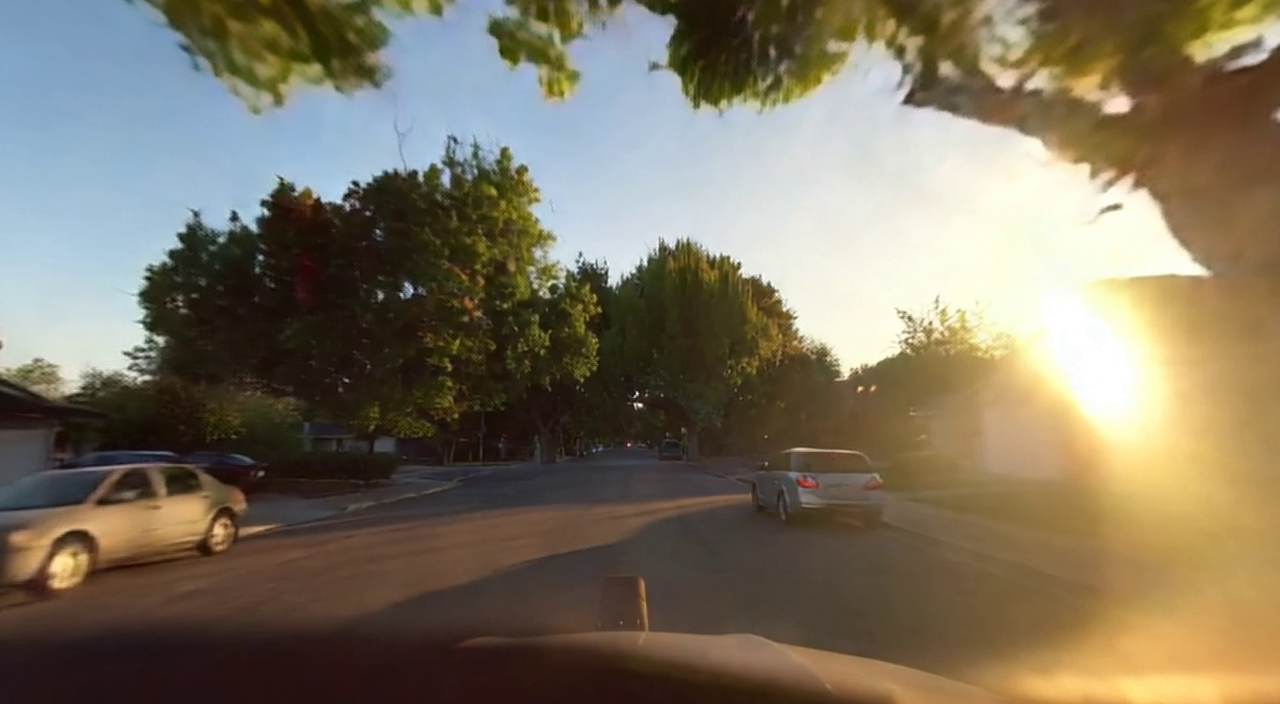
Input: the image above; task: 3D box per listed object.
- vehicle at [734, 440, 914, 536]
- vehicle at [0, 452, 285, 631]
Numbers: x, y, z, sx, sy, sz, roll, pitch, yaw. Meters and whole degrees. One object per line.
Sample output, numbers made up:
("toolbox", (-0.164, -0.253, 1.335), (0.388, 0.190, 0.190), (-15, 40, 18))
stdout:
("vehicle", (3.234, 2.467, 12.171), (1.986, 1.476, 4.306), (0, -8, -3))
("vehicle", (-6.639, 2.010, 7.760), (2.035, 1.480, 4.508), (0, -8, -2))
